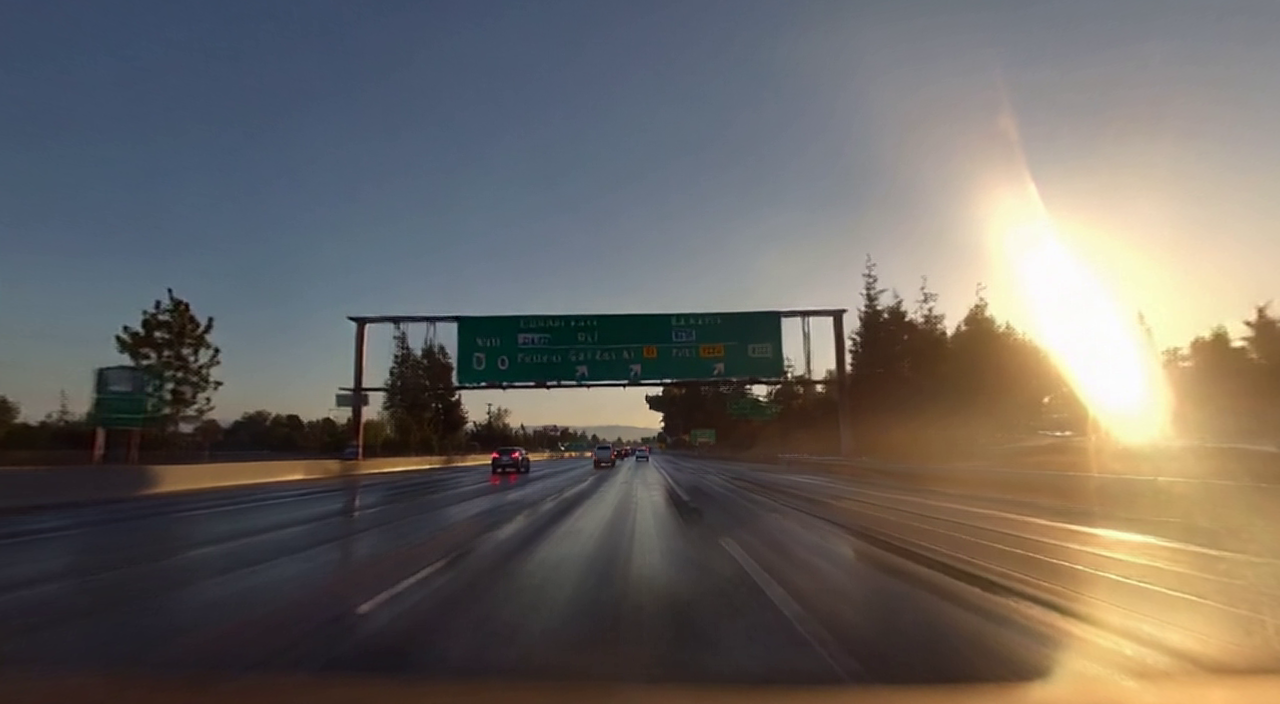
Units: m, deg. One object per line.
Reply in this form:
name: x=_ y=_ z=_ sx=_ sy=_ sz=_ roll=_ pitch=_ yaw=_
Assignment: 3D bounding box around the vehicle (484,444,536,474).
vehicle: x=-7.120 y=5.903 z=34.934 sx=1.985 sy=1.513 sz=4.172 roll=0 pitch=-9 yaw=1
